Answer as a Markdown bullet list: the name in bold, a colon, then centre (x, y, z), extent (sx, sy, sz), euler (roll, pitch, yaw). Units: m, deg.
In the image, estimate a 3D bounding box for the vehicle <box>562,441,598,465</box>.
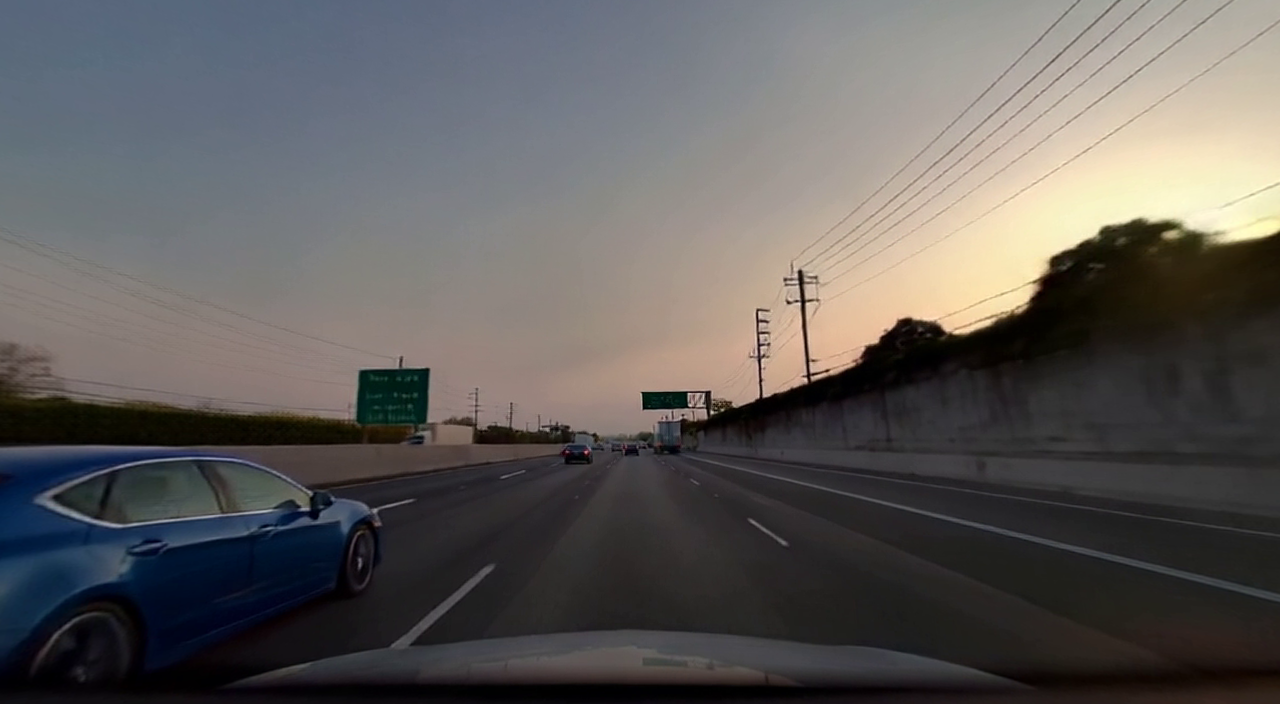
- **vehicle**: centre (-3.970, 6.770, 42.396), extent (2.009, 1.533, 4.175), euler (0, -9, 0)
